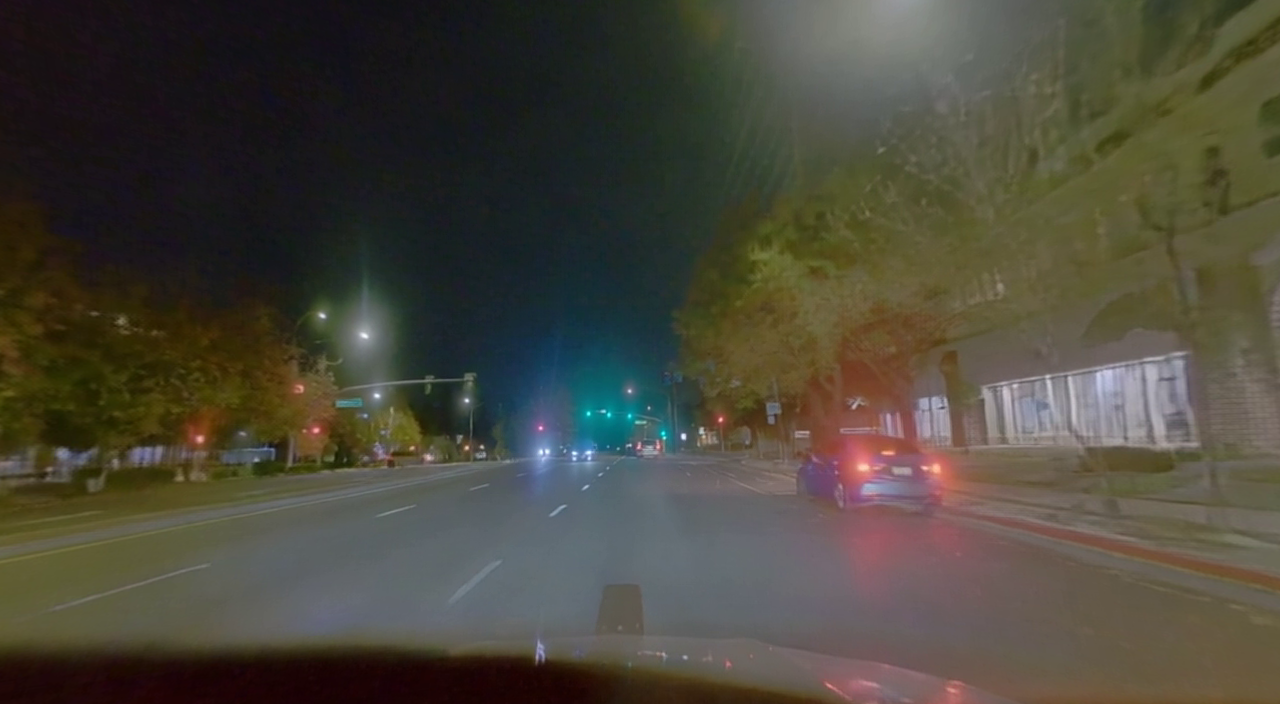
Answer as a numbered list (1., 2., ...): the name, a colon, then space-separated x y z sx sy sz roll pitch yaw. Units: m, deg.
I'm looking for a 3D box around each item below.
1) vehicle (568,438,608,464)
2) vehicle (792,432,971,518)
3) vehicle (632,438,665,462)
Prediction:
1. vehicle: -3.096 6.021 38.532 2.032 1.467 4.411 0 -8 1
2. vehicle: 4.729 2.454 13.112 1.942 1.469 4.049 0 -8 -3
3. vehicle: 0.580 6.373 41.320 2.059 1.456 4.047 0 -8 1
